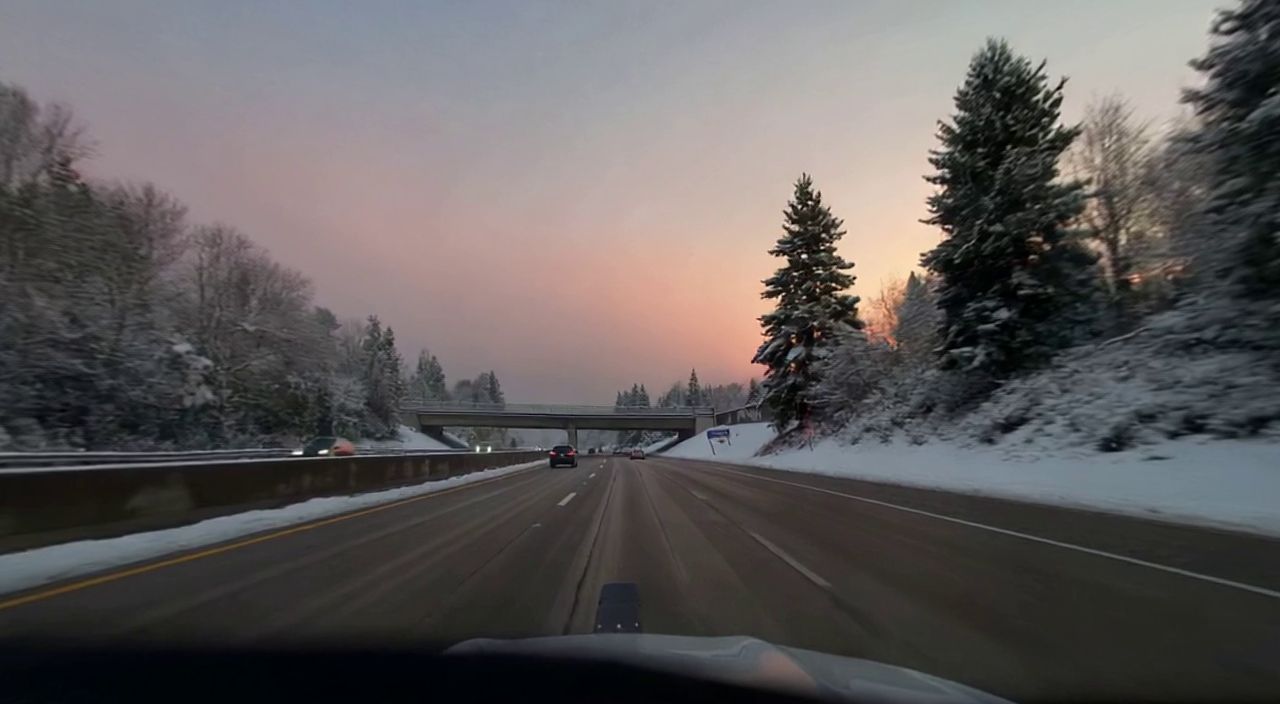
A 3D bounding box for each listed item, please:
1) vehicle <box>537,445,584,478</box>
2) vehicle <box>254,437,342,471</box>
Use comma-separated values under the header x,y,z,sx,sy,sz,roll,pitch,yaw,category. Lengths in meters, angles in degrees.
x,y,z,sx,sy,sz,roll,pitch,yaw,category
-3.817,5.315,30.745,1.871,1.459,3.771,0,-9,-1,vehicle
-16.123,4.823,29.915,1.838,1.468,4.319,0,-9,-1,vehicle
